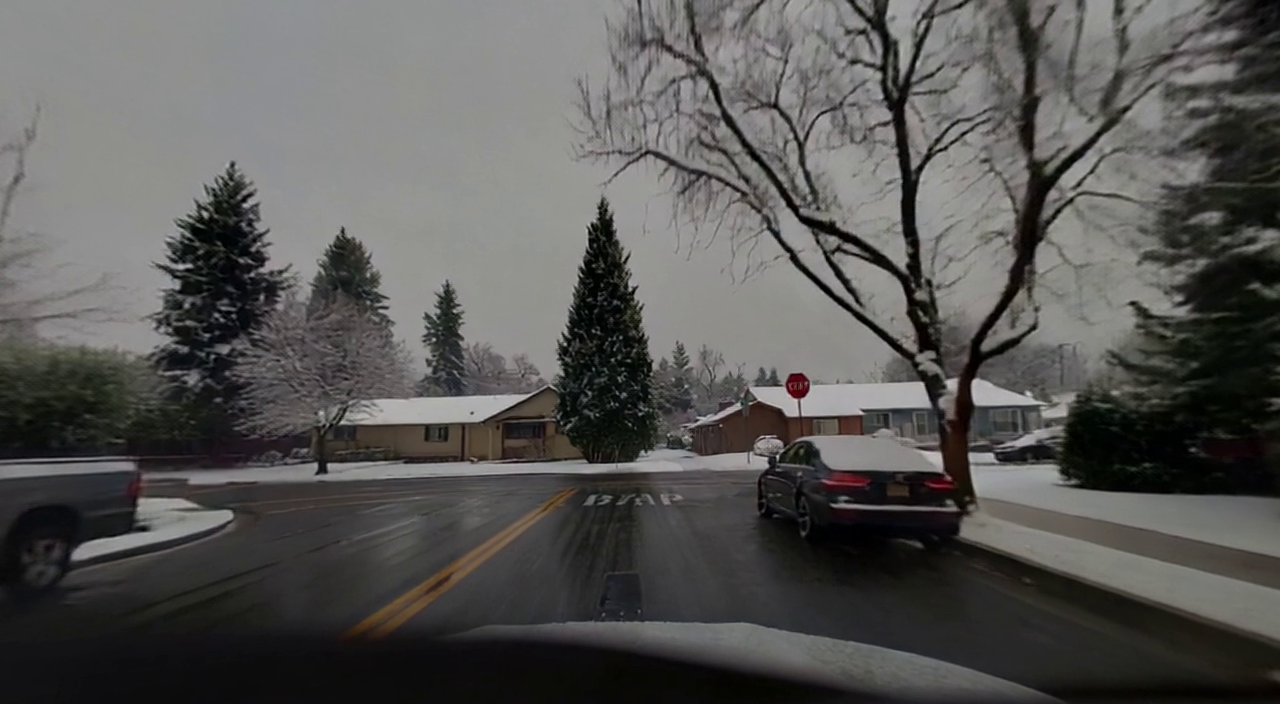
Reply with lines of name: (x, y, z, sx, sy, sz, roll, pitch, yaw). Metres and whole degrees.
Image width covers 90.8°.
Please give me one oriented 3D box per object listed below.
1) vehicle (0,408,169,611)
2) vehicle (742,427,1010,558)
vehicle: (-6.902, 1.350, 4.881, 2.225, 1.817, 5.731, -2, -8, -1)
vehicle: (3.072, 1.943, 9.555, 2.167, 1.479, 4.597, 0, -8, -2)
